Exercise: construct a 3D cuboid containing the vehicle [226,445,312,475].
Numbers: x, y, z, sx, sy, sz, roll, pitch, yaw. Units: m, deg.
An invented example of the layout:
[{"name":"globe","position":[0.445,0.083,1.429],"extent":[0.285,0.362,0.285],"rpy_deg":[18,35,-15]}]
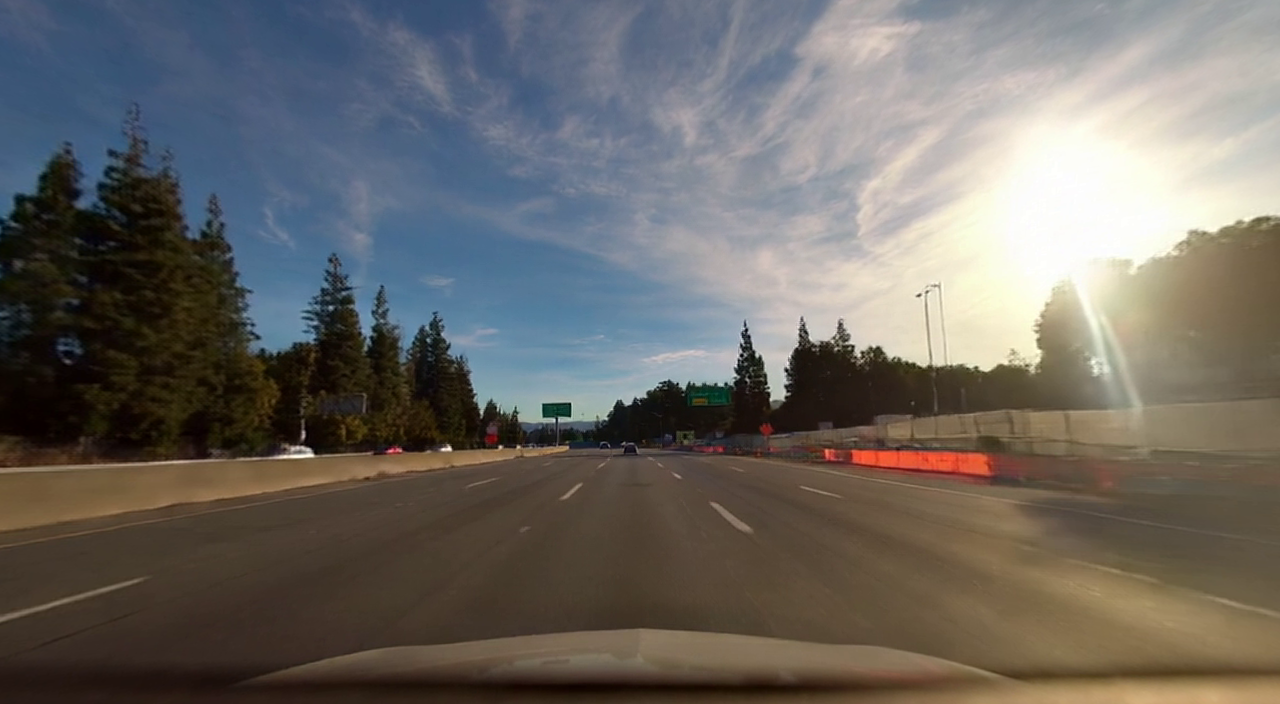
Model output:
[{"name":"vehicle","position":[-20.428,5.932,34.945],"extent":[1.998,1.543,4.777],"rpy_deg":[1,-9,-3]}]
